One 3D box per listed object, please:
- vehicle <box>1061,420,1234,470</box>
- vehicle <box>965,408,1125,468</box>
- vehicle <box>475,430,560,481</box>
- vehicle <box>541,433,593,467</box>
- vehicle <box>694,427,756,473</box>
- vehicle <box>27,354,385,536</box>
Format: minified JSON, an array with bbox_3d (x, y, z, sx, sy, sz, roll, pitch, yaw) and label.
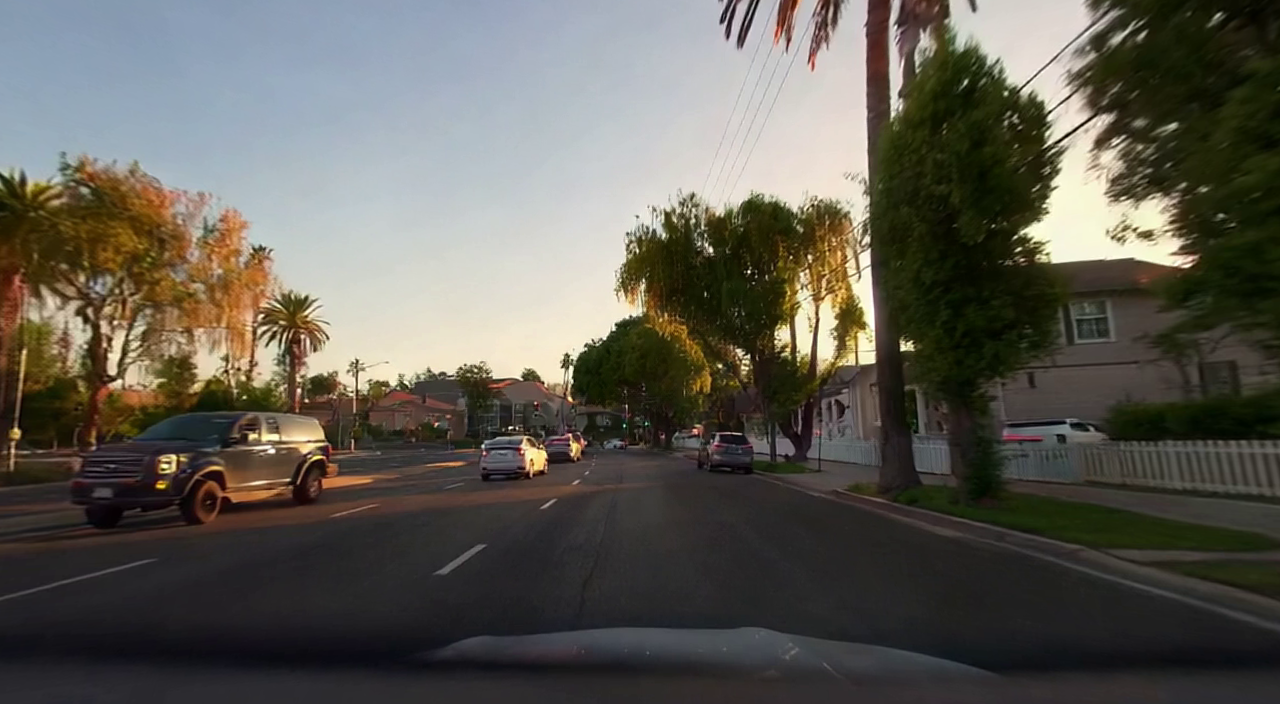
[{"bbox_3d":[16.353,2.970,20.375,4.537,1.484,1.922,2,-8,-15],"label":"vehicle"},{"bbox_3d":[14.853,3.134,23.185,4.864,2.000,2.353,2,-8,-20],"label":"vehicle"},{"bbox_3d":[-4.092,3.526,21.840,2.051,1.572,4.207,-1,-8,1],"label":"vehicle"},{"bbox_3d":[-3.825,5.220,33.845,2.181,1.636,4.504,-1,-8,0],"label":"vehicle"},{"bbox_3d":[3.461,4.054,26.367,1.801,1.746,4.325,0,-8,-2],"label":"vehicle"},{"bbox_3d":[-7.012,1.651,11.501,2.155,2.399,6.101,-1,-8,0],"label":"vehicle"}]
